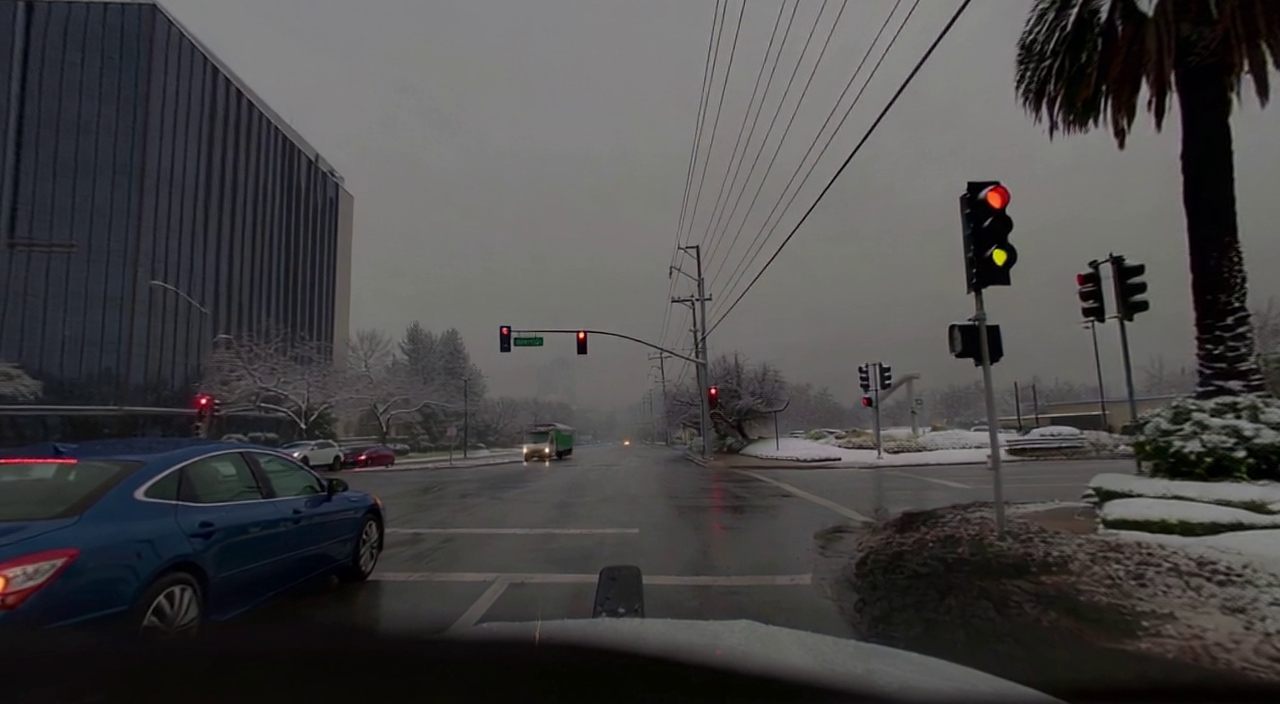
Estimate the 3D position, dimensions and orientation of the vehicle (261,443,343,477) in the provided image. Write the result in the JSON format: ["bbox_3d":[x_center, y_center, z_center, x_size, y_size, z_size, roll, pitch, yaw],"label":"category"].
[{"bbox_3d":[-19.059,6.087,35.782,2.017,1.739,4.569,0,-9,2],"label":"vehicle"}]

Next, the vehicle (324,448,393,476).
[{"bbox_3d":[-15.335,5.988,34.490,1.875,1.389,3.784,0,-9,3],"label":"vehicle"}]
